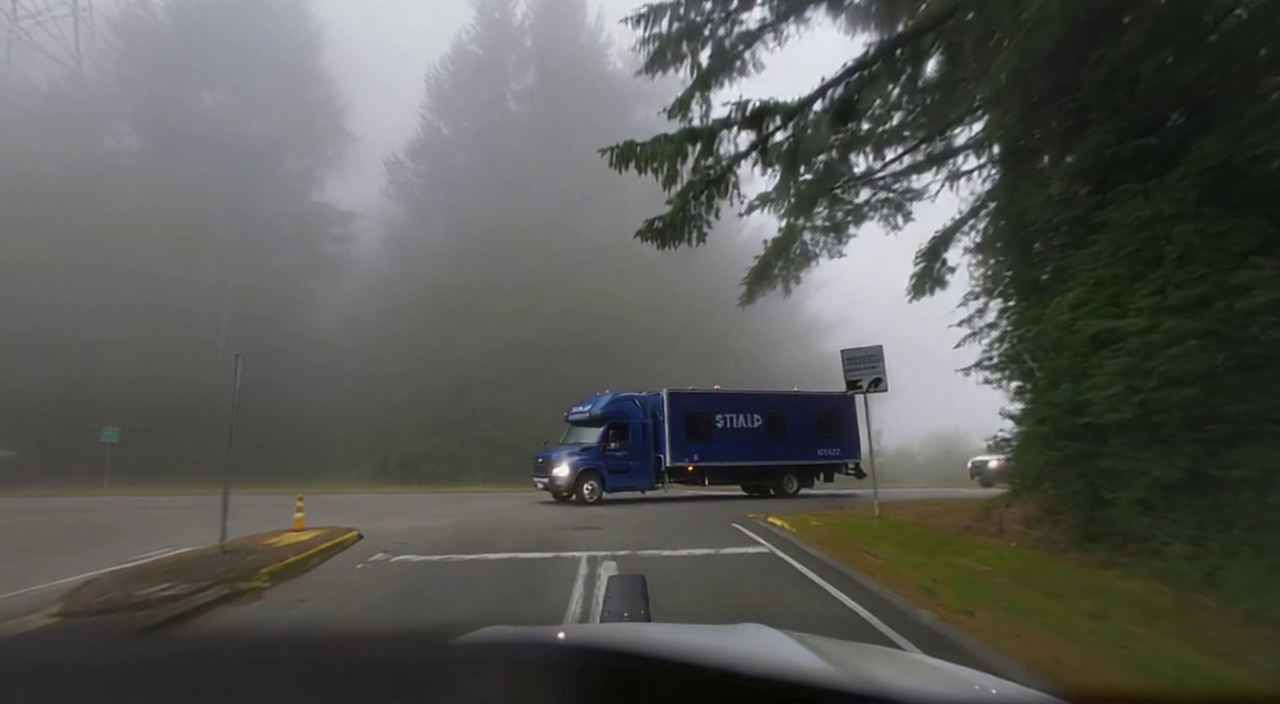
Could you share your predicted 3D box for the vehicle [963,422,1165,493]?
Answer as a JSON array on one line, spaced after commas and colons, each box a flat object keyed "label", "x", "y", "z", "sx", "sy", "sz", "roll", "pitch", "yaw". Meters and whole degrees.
[{"label": "vehicle", "x": 15.520, "y": 3.866, "z": 23.298, "sx": 5.923, "sy": 2.424, "sz": 2.247, "roll": 0, "pitch": -9, "yaw": -6}]

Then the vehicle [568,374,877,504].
[{"label": "vehicle", "x": 2.775, "y": 2.854, "z": 20.651, "sx": 9.765, "sy": 3.622, "sz": 2.740, "roll": 3, "pitch": -9, "yaw": -21}]

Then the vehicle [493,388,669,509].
[{"label": "vehicle", "x": -1.830, "y": 2.856, "z": 18.821, "sx": 4.552, "sy": 3.175, "sz": 2.847, "roll": 3, "pitch": -10, "yaw": -22}]
